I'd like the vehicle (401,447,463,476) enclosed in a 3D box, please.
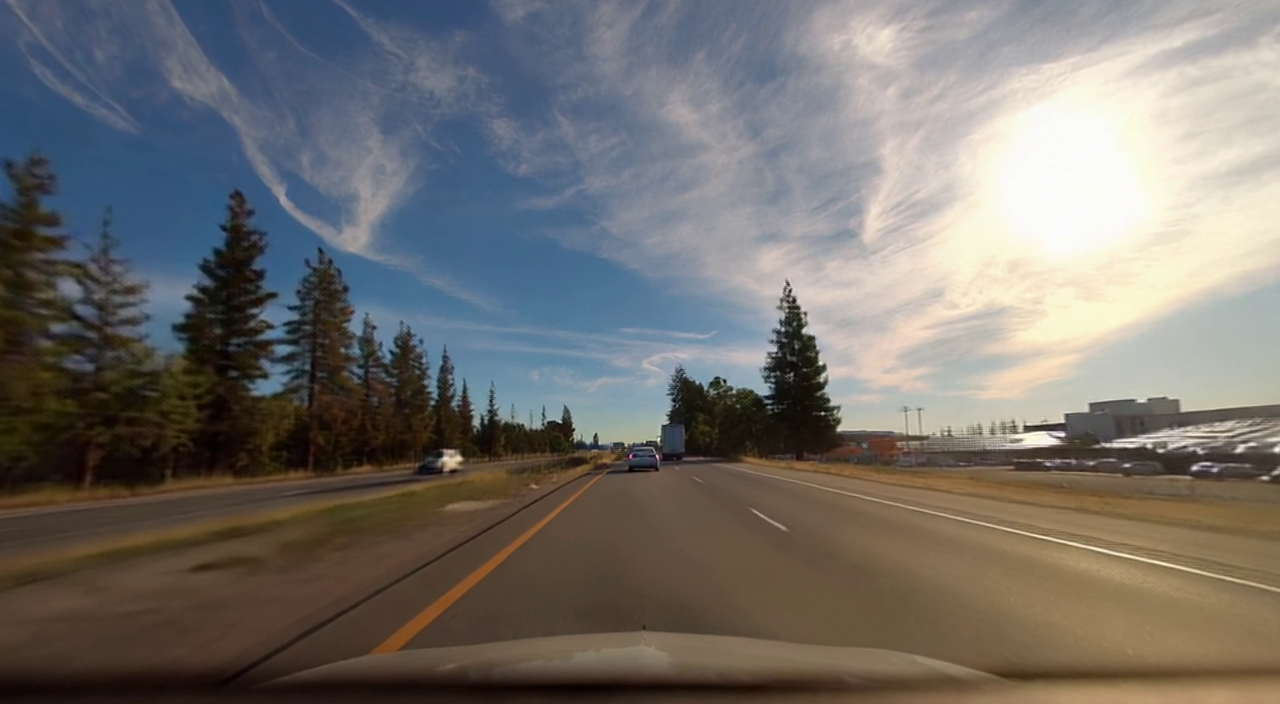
[{"bbox_3d":[-12.164,6.427,37.192,2.025,1.546,4.765,0,-9,0],"label":"vehicle"}]

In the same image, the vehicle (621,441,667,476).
[{"bbox_3d":[0.185,5.069,30.218,2.045,1.527,4.023,0,-9,0],"label":"vehicle"}]
